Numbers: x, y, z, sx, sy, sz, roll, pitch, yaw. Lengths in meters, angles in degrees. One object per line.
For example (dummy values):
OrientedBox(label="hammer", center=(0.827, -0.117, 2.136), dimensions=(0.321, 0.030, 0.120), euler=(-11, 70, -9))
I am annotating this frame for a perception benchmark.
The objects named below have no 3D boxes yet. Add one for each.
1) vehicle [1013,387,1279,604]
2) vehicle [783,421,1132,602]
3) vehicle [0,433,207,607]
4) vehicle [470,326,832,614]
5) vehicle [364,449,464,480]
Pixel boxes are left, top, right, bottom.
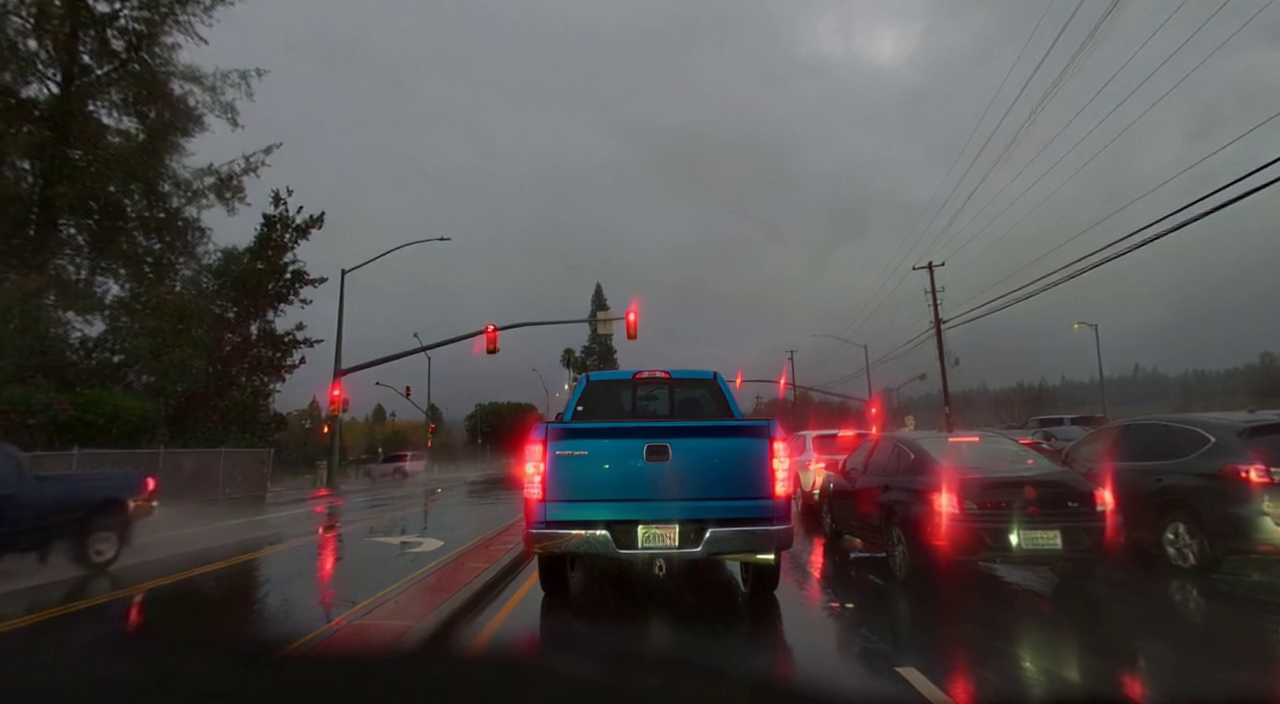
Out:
OrientedBox(label="vehicle", center=(6.156, 1.365, 6.468), dimensions=(1.982, 1.727, 4.352), euler=(0, -8, 1))
OrientedBox(label="vehicle", center=(3.119, 1.638, 7.368), dimensions=(1.993, 1.495, 4.060), euler=(0, -8, 1))
OrientedBox(label="vehicle", center=(-7.456, 1.722, 6.697), dimensions=(2.369, 1.690, 4.529), euler=(0, -8, 2))
OrientedBox(label="vehicle", center=(0.124, 1.364, 8.140), dimensions=(2.831, 2.284, 6.149), euler=(0, -8, 1))
OrientedBox(label="vehicle", center=(-14.727, 7.313, 41.174), dimensions=(5.749, 1.897, 2.186), euler=(-1, -9, 10))
